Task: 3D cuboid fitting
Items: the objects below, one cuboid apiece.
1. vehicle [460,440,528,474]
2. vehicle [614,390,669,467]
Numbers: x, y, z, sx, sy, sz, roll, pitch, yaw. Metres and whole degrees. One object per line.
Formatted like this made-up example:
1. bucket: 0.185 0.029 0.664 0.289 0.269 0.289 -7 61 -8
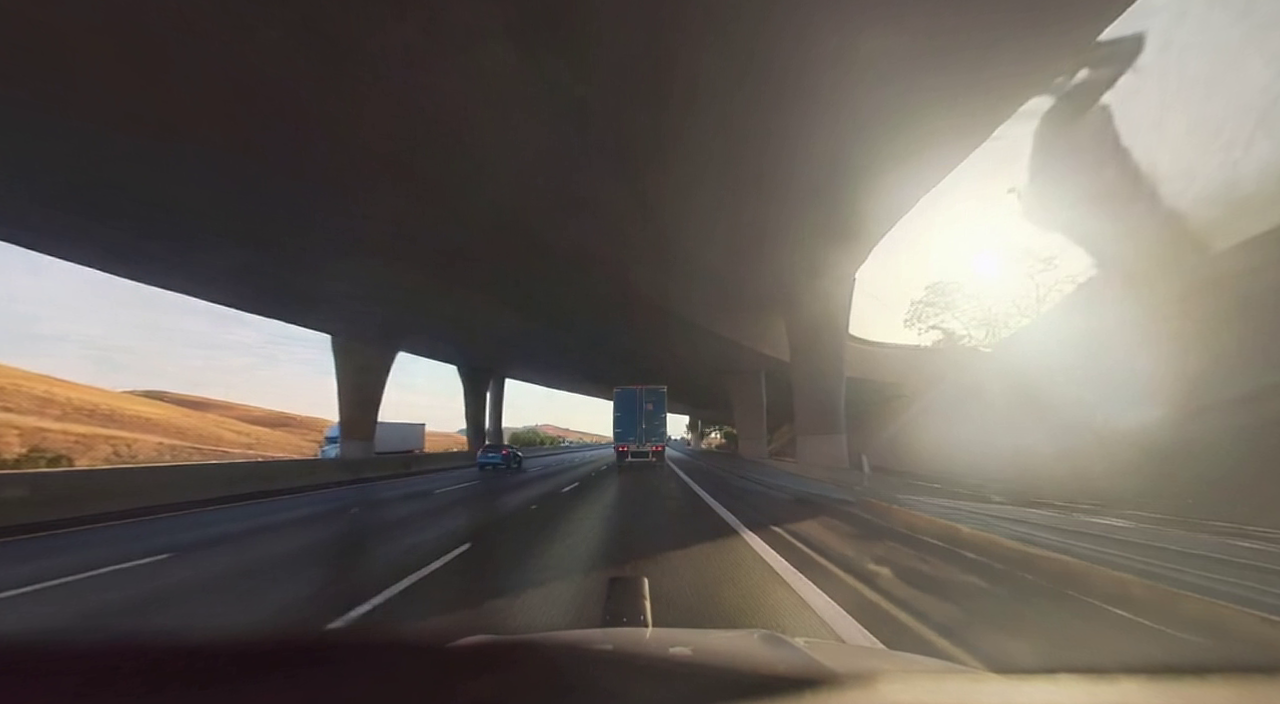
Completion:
1. vehicle: -6.965 5.043 30.585 2.078 1.496 4.563 0 -8 1
2. vehicle: 0.061 4.839 38.810 2.866 4.014 11.261 0 -8 0
